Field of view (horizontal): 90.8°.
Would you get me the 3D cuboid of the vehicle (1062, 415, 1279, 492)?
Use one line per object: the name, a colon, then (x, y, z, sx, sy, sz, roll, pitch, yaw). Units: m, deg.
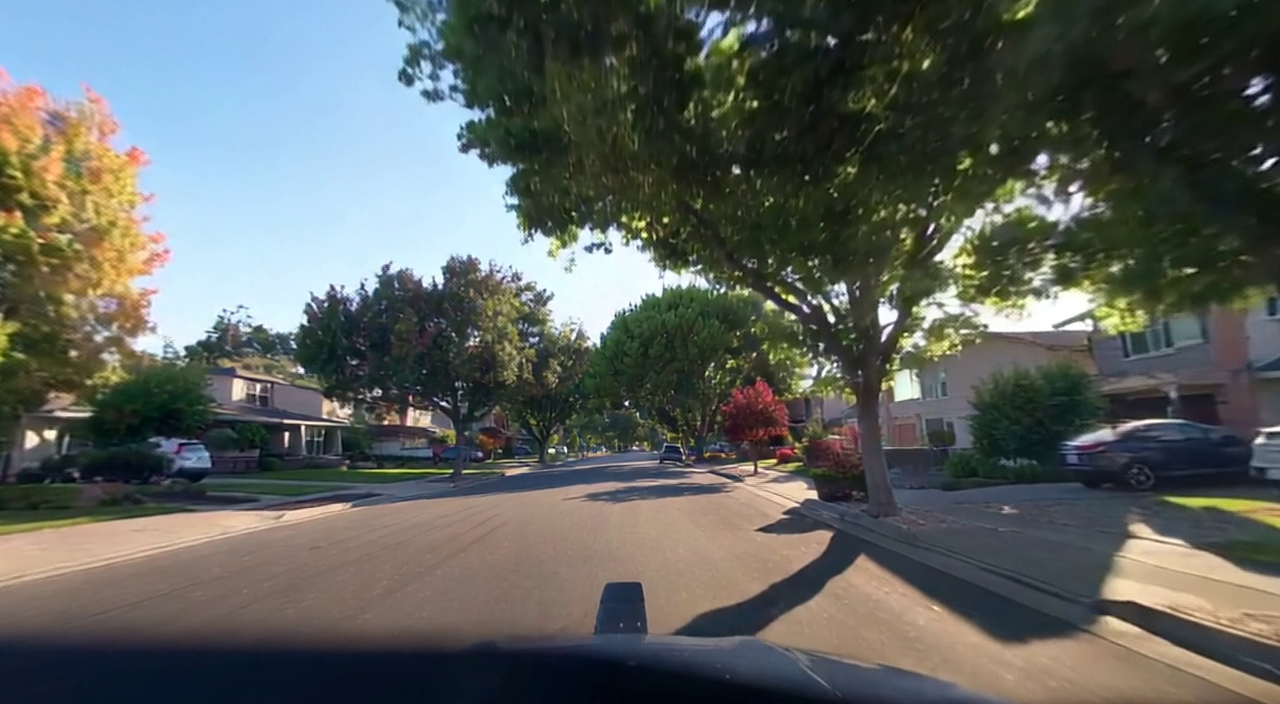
vehicle: (12.321, 2.273, 14.195, 4.378, 1.529, 1.886, -5, -10, 26)

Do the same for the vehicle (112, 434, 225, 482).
vehicle: (-17.539, 3.932, 23.790, 1.957, 1.602, 4.326, 2, -9, -17)
